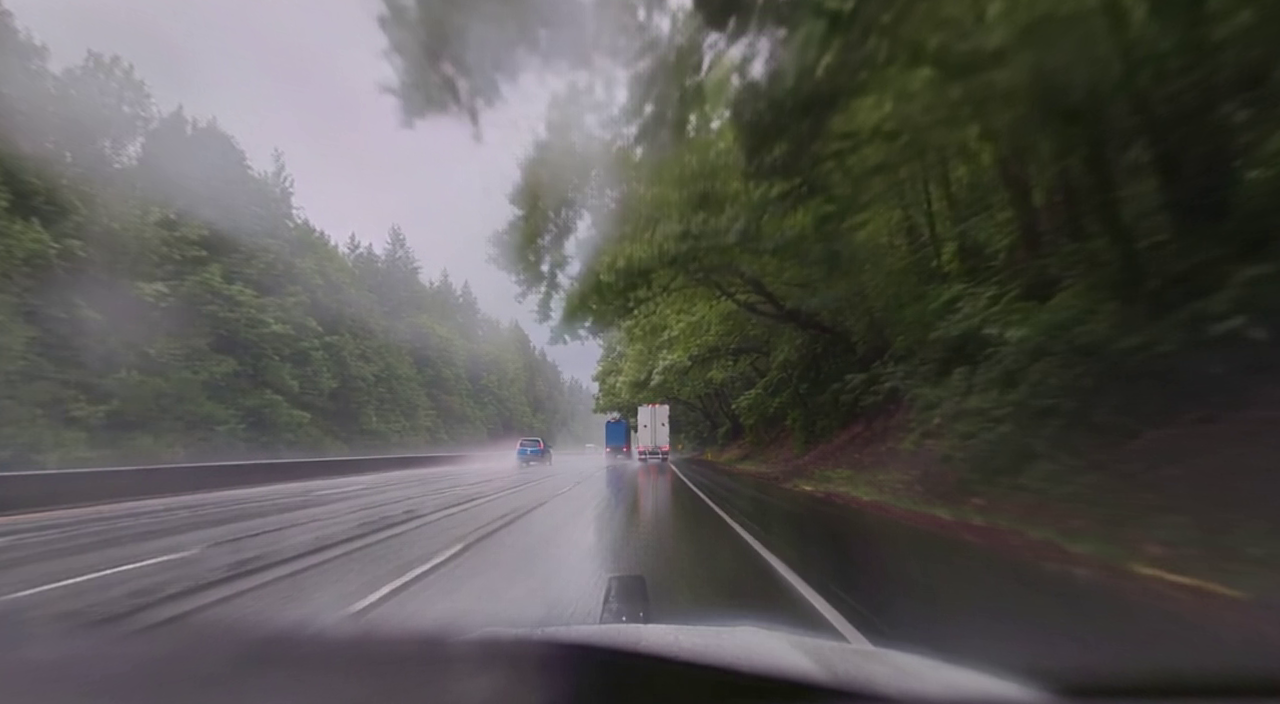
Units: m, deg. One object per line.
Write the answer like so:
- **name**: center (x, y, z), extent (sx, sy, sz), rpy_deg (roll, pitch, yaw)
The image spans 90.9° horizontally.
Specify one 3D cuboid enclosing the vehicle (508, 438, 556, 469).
- **vehicle**: center (-6.877, 6.521, 40.773), extent (2.149, 1.884, 4.627), rpy_deg (0, -8, 1)
